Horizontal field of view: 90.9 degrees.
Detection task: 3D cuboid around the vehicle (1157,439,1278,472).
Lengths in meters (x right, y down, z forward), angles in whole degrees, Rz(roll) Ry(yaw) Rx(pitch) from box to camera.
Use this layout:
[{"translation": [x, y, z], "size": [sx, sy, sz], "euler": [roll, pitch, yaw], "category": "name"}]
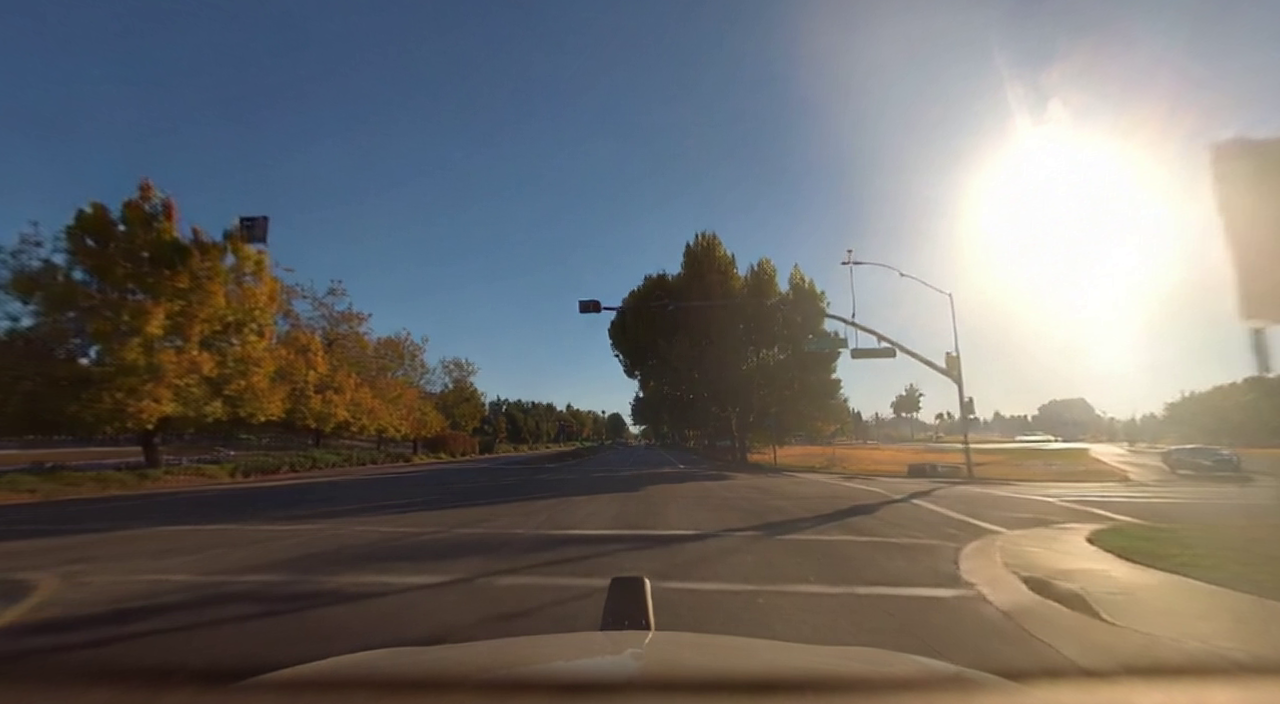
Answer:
[{"translation": [28.214, 5.061, 31.015], "size": [1.783, 1.461, 4.311], "euler": [0, -8, -2], "category": "vehicle"}]
